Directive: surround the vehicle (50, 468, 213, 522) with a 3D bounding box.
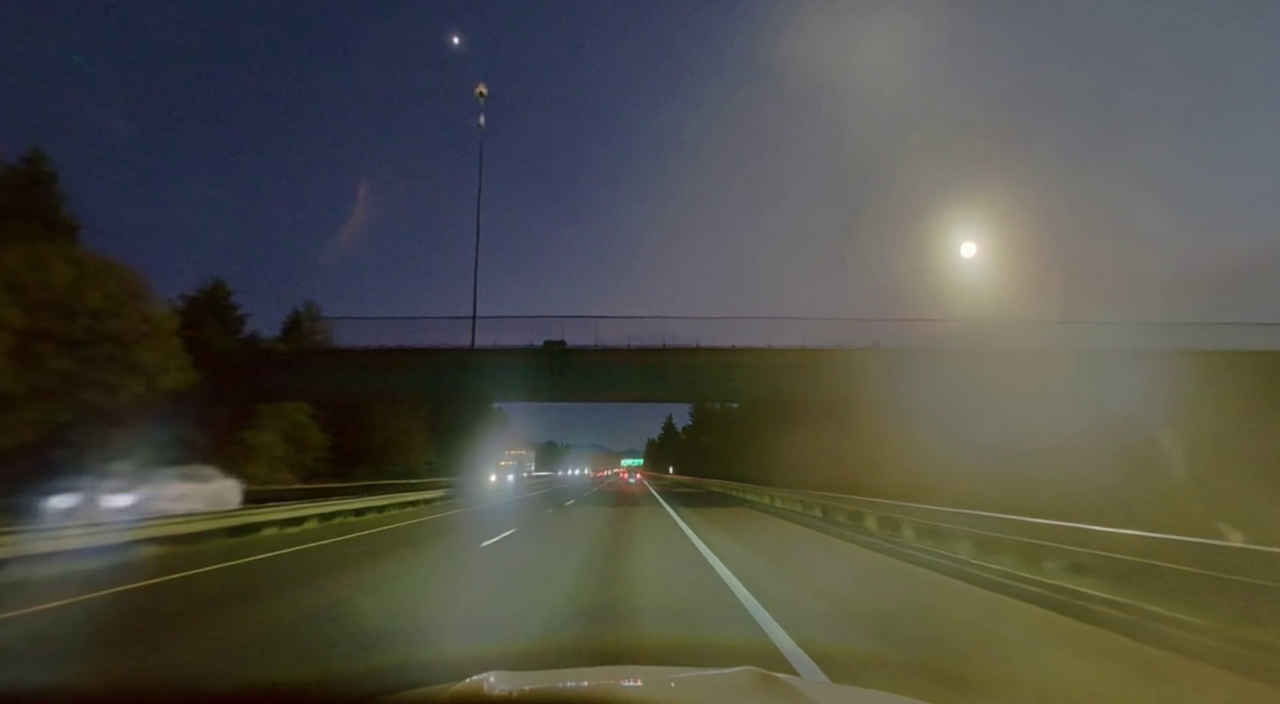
[{"bbox_3d":[-15.562,4.372,19.585,1.833,1.469,3.648,0,-11,3],"label":"vehicle"}]
